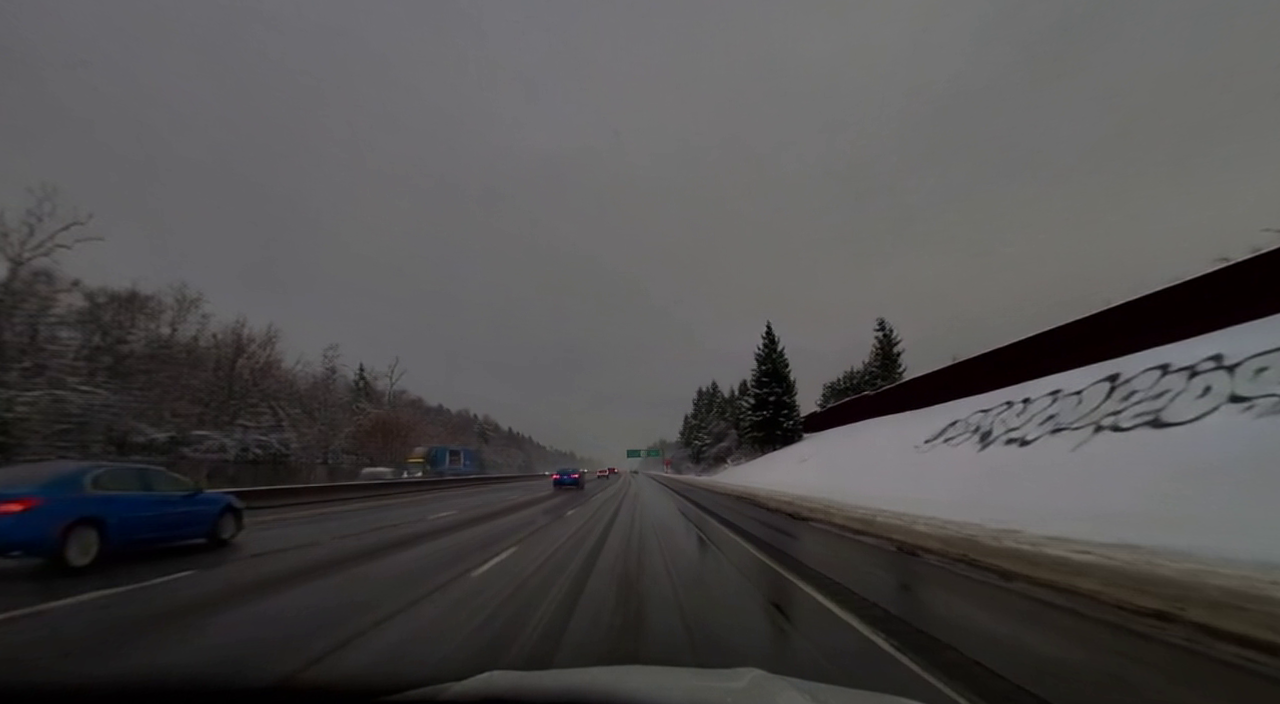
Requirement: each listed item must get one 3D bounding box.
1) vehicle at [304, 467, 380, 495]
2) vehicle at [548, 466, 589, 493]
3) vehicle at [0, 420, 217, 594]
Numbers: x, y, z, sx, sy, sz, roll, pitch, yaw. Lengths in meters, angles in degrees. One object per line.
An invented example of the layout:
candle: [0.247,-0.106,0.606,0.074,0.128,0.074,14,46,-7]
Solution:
vehicle: [-15.542,6.747,33.109,1.857,1.311,4.379,1,-11,0]
vehicle: [-4.097,7.436,36.778,1.941,1.437,3.829,1,-11,0]
vehicle: [-7.180,1.612,6.772,2.124,1.630,4.416,1,-11,0]
